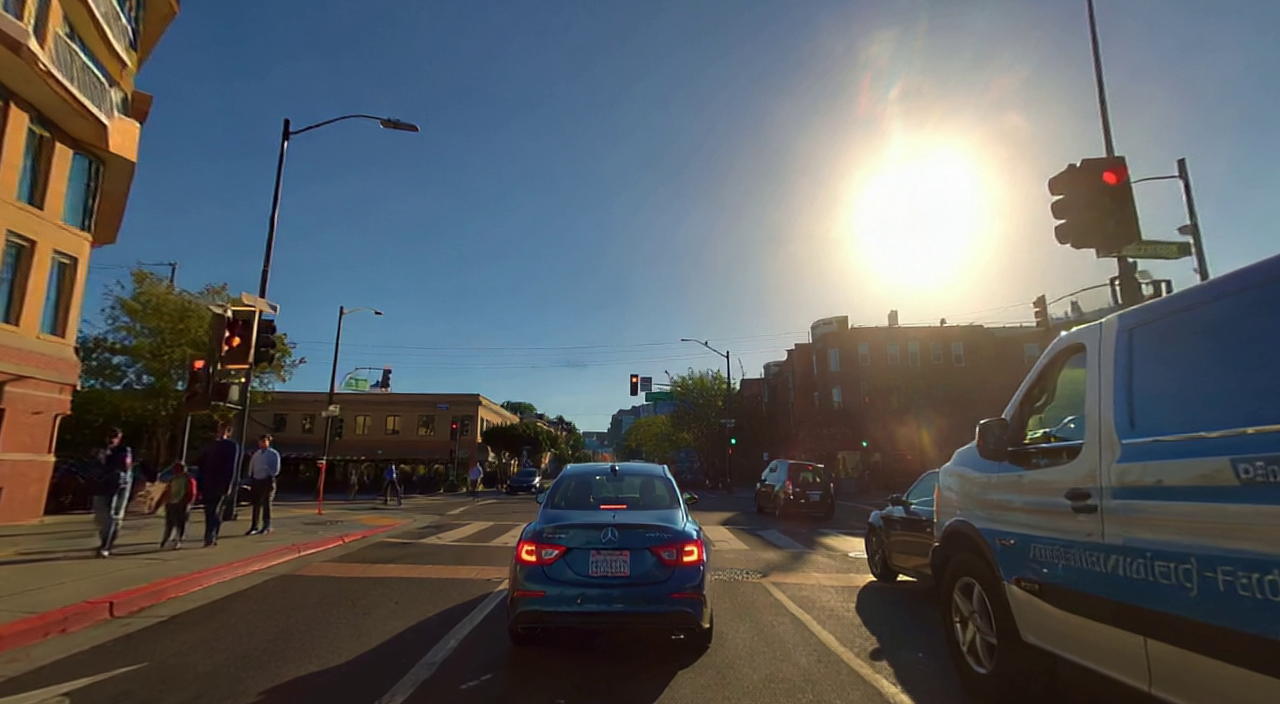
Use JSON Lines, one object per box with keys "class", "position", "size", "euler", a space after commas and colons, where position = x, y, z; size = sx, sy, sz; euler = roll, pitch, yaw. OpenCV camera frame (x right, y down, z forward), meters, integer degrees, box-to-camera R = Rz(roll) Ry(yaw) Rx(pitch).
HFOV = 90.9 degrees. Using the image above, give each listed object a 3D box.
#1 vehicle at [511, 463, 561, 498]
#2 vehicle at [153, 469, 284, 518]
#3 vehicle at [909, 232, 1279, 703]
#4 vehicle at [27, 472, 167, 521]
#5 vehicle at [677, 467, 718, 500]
{"class": "vehicle", "position": [-6.342, 7.876, 39.011], "size": [2.226, 1.896, 4.438], "euler": [-1, -9, 1]}
{"class": "vehicle", "position": [-19.782, 6.644, 29.739], "size": [4.750, 2.083, 2.002], "euler": [-1, -9, 3]}
{"class": "vehicle", "position": [3.202, 0.547, 1.228], "size": [2.632, 1.979, 6.096], "euler": [0, -9, 0]}
{"class": "vehicle", "position": [-25.490, 6.778, 29.735], "size": [4.588, 2.048, 2.110], "euler": [0, -9, 1]}
{"class": "vehicle", "position": [3.473, 8.034, 38.857], "size": [1.908, 1.741, 4.066], "euler": [0, -9, -3]}
